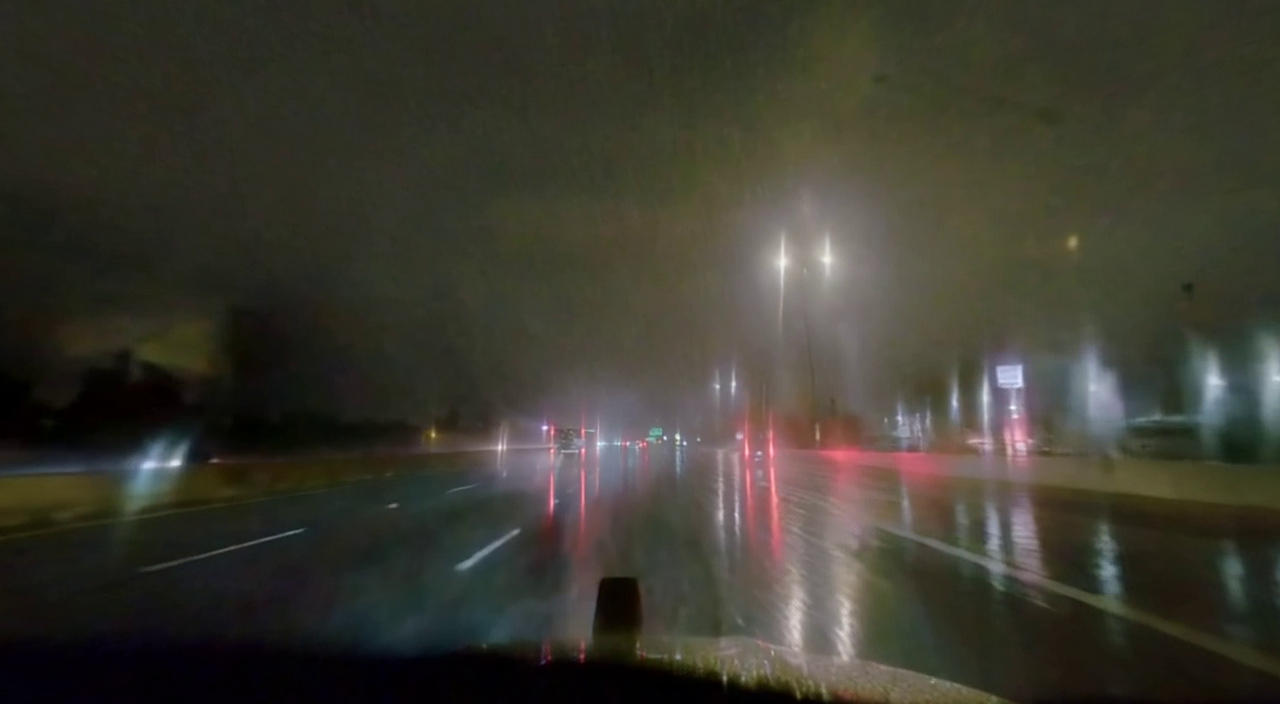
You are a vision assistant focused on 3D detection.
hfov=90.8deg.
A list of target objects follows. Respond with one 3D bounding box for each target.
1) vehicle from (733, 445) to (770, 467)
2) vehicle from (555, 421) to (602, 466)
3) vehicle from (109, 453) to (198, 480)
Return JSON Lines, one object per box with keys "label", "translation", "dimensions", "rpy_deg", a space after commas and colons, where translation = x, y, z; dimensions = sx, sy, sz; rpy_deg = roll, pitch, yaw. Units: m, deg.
{"label": "vehicle", "translation": [8.257, 7.704, 47.006], "dimensions": [2.035, 1.491, 4.246], "rpy_deg": [0, -9, 1]}
{"label": "vehicle", "translation": [-4.312, 6.634, 45.607], "dimensions": [2.881, 2.937, 7.045], "rpy_deg": [0, -9, -2]}
{"label": "vehicle", "translation": [-30.032, 7.048, 39.215], "dimensions": [1.937, 1.487, 4.552], "rpy_deg": [0, -9, -1]}
